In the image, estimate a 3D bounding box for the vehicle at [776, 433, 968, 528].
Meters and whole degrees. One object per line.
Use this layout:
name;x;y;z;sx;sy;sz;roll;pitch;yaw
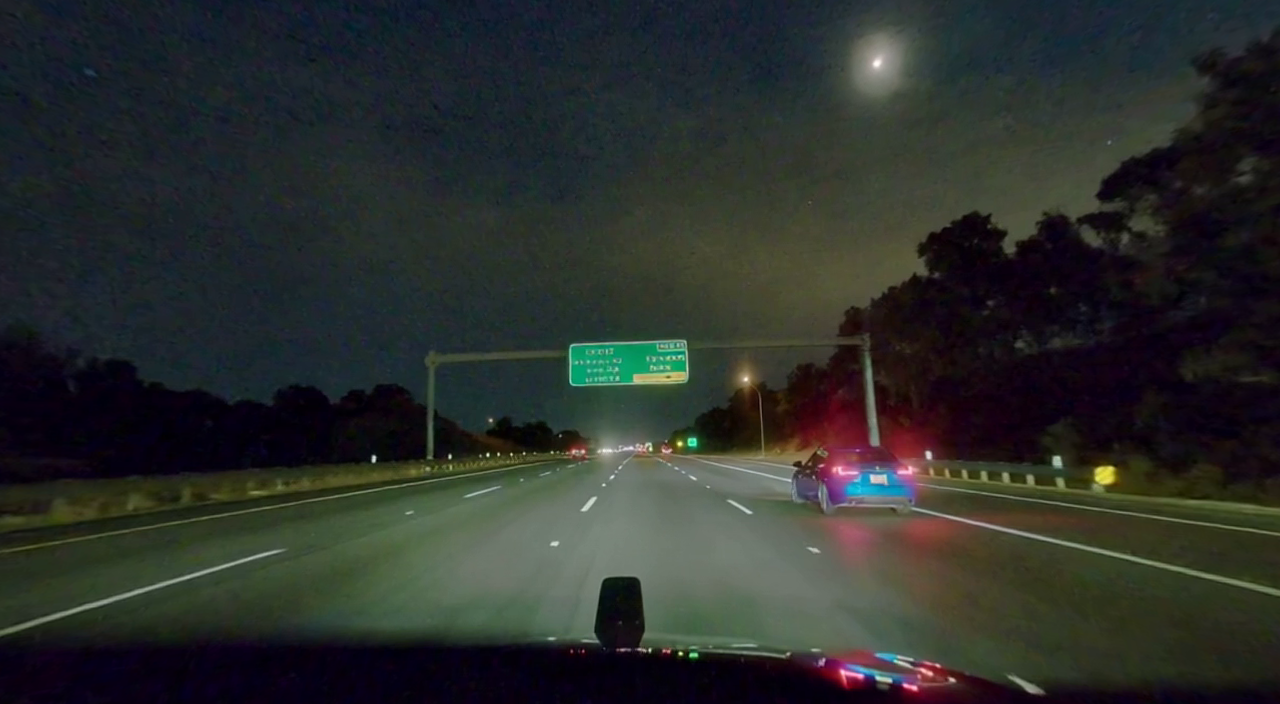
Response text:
vehicle;4.185;2.393;12.290;2.033;1.501;4.398;0;-9;0
